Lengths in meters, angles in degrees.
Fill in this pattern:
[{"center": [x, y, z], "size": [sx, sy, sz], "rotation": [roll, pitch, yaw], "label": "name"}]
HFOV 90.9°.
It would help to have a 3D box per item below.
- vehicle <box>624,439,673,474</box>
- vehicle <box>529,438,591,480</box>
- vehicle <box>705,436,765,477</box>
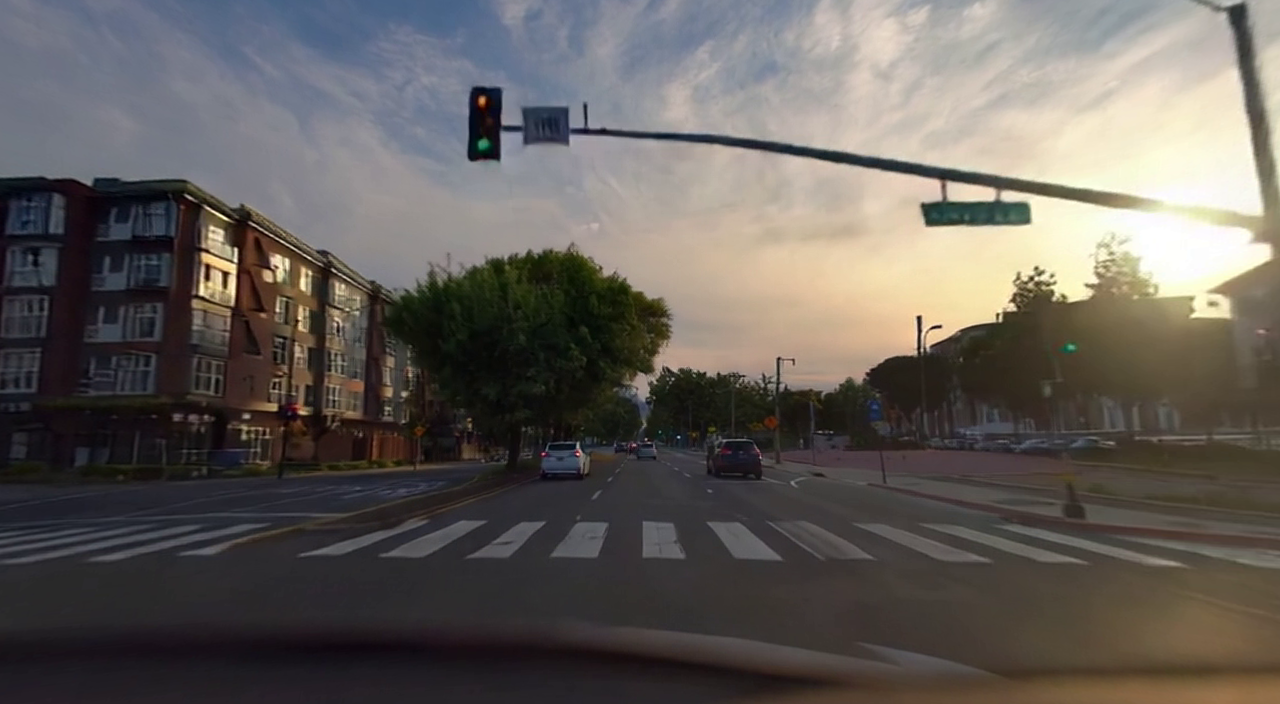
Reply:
[{"center": [0.357, 4.856, 29.513], "size": [2.103, 1.468, 4.094], "rotation": [0, -8, 0], "label": "vehicle"}, {"center": [-3.038, 4.169, 24.811], "size": [1.860, 1.510, 4.073], "rotation": [0, -8, 1], "label": "vehicle"}, {"center": [4.118, 4.576, 27.866], "size": [1.987, 1.637, 3.896], "rotation": [0, -8, -1], "label": "vehicle"}]
